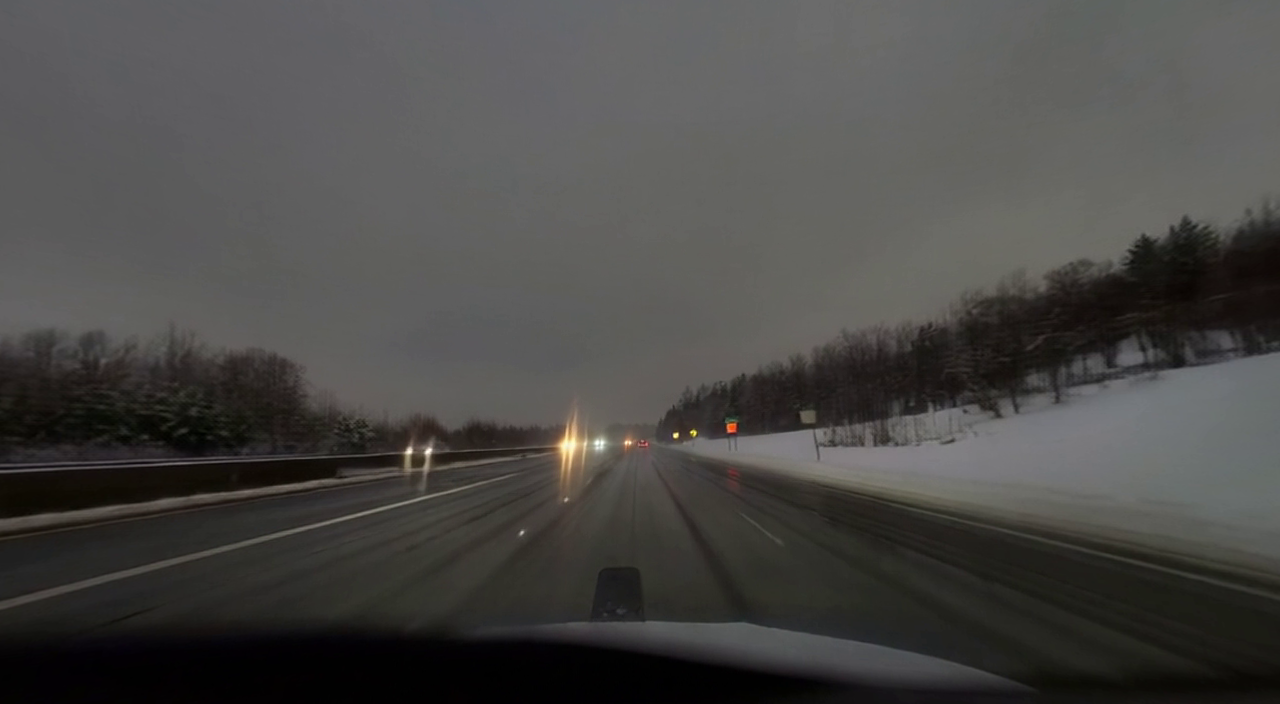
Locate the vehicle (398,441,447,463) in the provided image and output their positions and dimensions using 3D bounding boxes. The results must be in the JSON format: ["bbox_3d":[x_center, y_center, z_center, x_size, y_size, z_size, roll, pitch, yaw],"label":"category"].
[{"bbox_3d":[-16.211,7.494,47.321,2.130,1.507,4.361,0,-9,0],"label":"vehicle"}]
